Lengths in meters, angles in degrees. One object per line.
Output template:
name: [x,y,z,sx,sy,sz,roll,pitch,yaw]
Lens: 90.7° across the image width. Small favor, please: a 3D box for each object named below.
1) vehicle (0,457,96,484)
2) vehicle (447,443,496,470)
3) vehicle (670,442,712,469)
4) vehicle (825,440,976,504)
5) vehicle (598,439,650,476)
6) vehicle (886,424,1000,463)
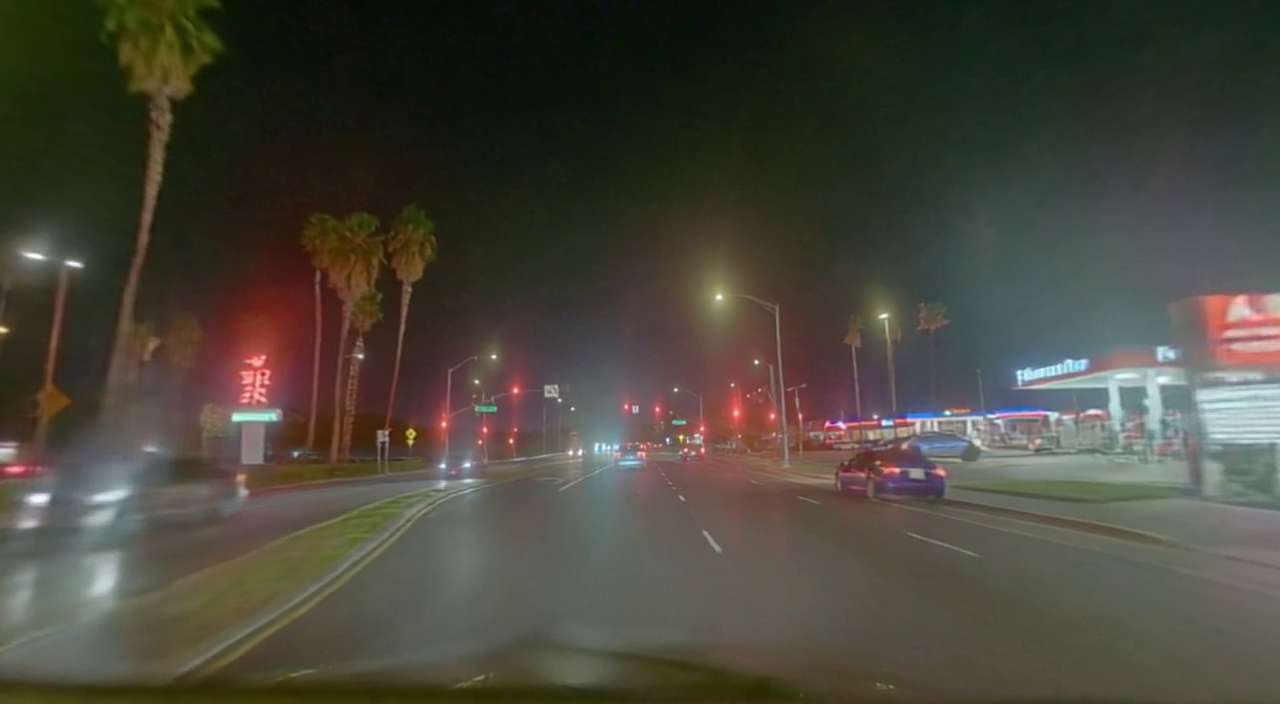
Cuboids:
vehicle: [-35.126,6.919,37.118,4.613,1.477,1.927,0,-9,0]
vehicle: [-11.708,7.296,44.273,2.098,1.766,4.787,0,-9,0]
vehicle: [2.969,6.117,37.521,2.060,1.471,4.168,0,-9,-1]
vehicle: [6.772,3.163,17.174,1.922,1.461,4.868,0,-9,-1]
vehicle: [-0.688,4.729,28.492,2.160,1.508,4.319,0,-9,-1]
vehicle: [16.216,4.988,34.260,2.172,1.855,5.526,2,-9,-19]
